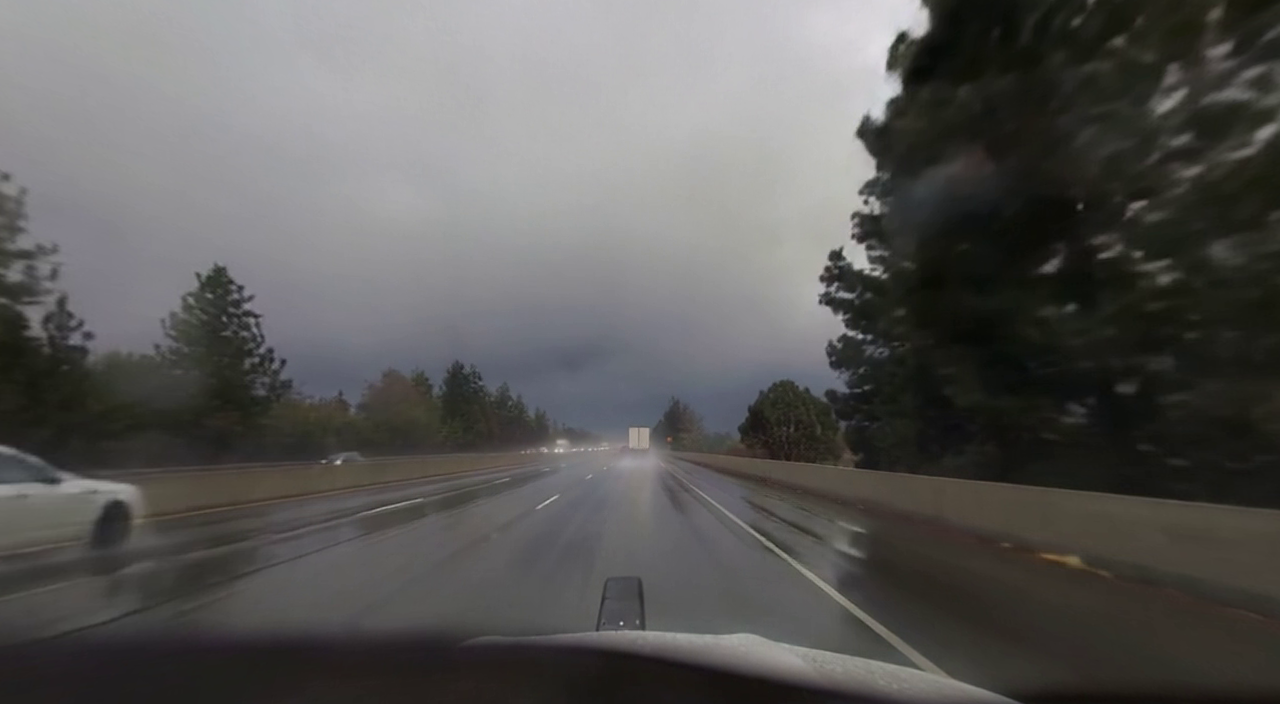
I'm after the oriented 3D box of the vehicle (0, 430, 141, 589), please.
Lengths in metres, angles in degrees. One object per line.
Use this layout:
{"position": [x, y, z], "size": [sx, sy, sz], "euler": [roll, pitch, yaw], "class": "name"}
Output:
{"position": [-7.482, 1.446, 5.455], "size": [2.179, 1.577, 5.070], "euler": [0, -9, 0], "class": "vehicle"}
